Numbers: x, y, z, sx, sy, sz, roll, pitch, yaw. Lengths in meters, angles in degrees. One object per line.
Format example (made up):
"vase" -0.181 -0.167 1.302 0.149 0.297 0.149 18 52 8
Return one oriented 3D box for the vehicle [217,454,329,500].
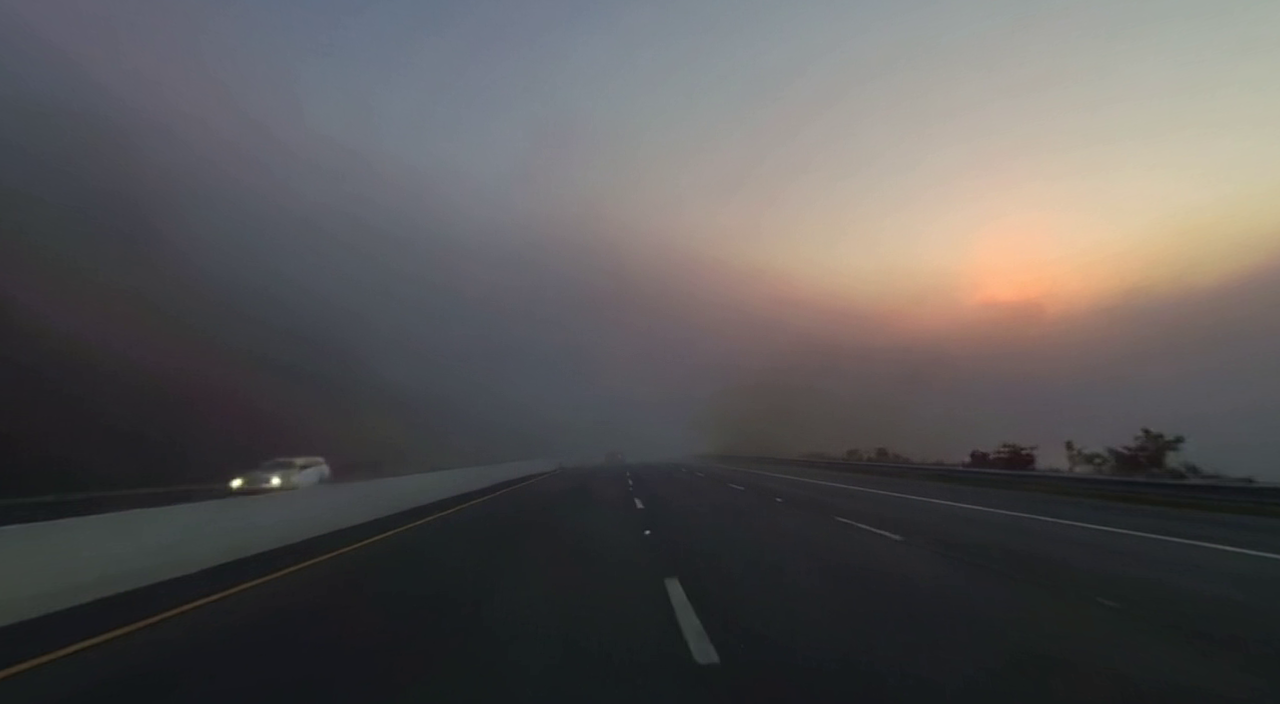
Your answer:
"vehicle" -14.870 5.040 25.919 2.051 1.664 4.484 0 -9 -2
